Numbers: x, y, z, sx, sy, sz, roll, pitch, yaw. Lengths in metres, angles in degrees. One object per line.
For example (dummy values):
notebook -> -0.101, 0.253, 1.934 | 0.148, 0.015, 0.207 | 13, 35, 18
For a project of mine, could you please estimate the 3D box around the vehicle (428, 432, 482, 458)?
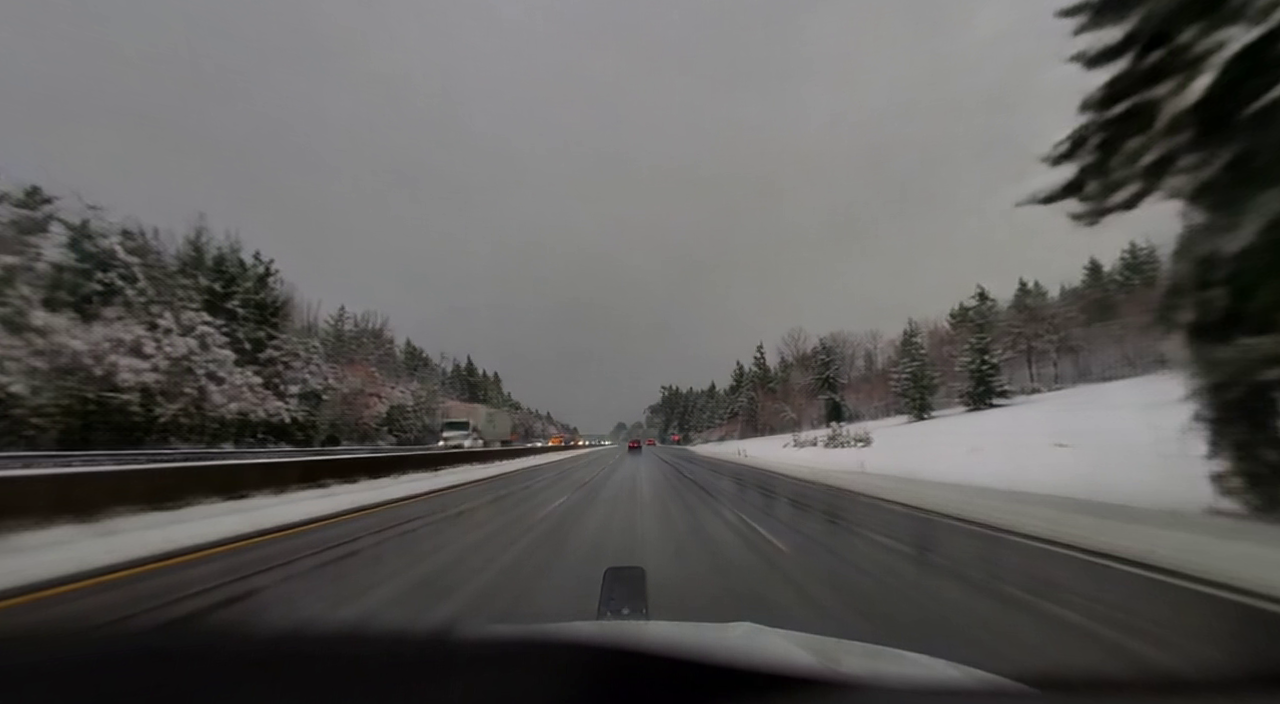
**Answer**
vehicle -> -11.697, 5.928, 40.113 | 1.968, 1.569, 4.700 | 0, -8, 0
